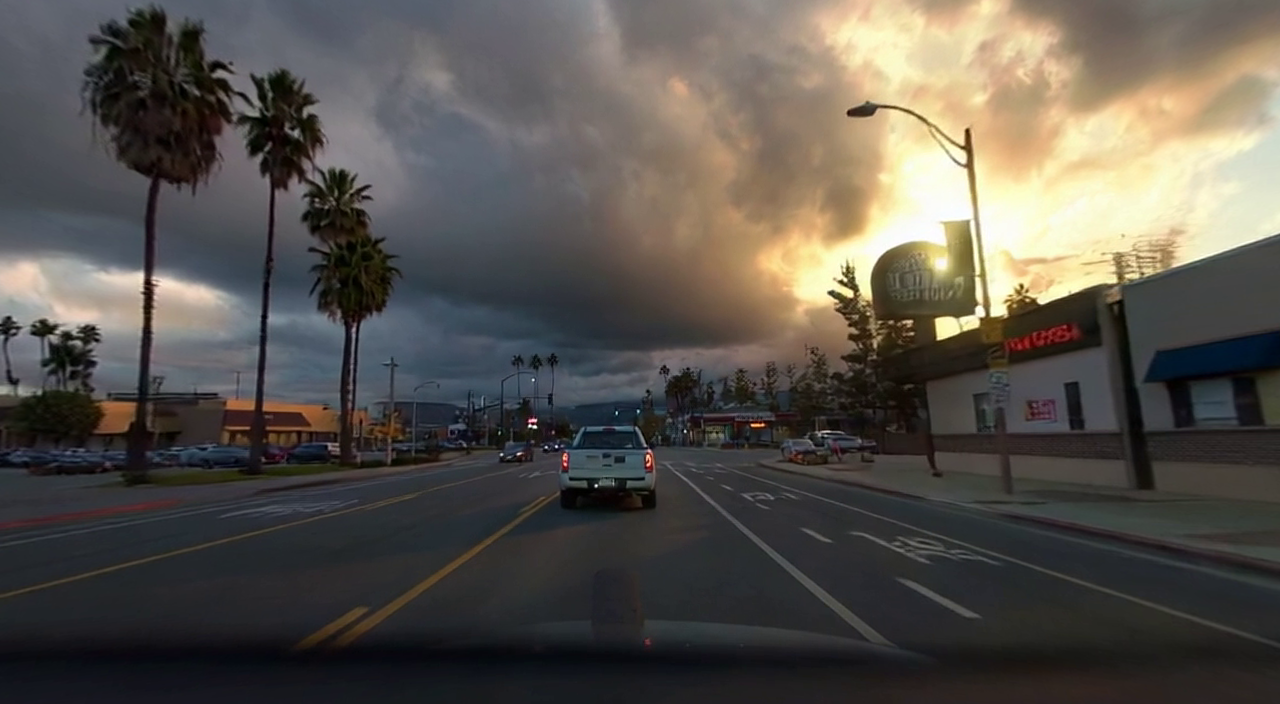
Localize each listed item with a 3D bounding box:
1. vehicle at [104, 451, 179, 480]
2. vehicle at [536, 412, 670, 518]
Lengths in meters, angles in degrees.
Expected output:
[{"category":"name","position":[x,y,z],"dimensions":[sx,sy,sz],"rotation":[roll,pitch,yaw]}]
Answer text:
[{"category":"vehicle","position":[-29.185,6.617,37.011],"dimensions":[2.172,1.504,4.669],"rotation":[3,-9,-23]},{"category":"vehicle","position":[-0.655,2.203,12.696],"dimensions":[2.239,1.763,4.096],"rotation":[0,-8,-1]}]
